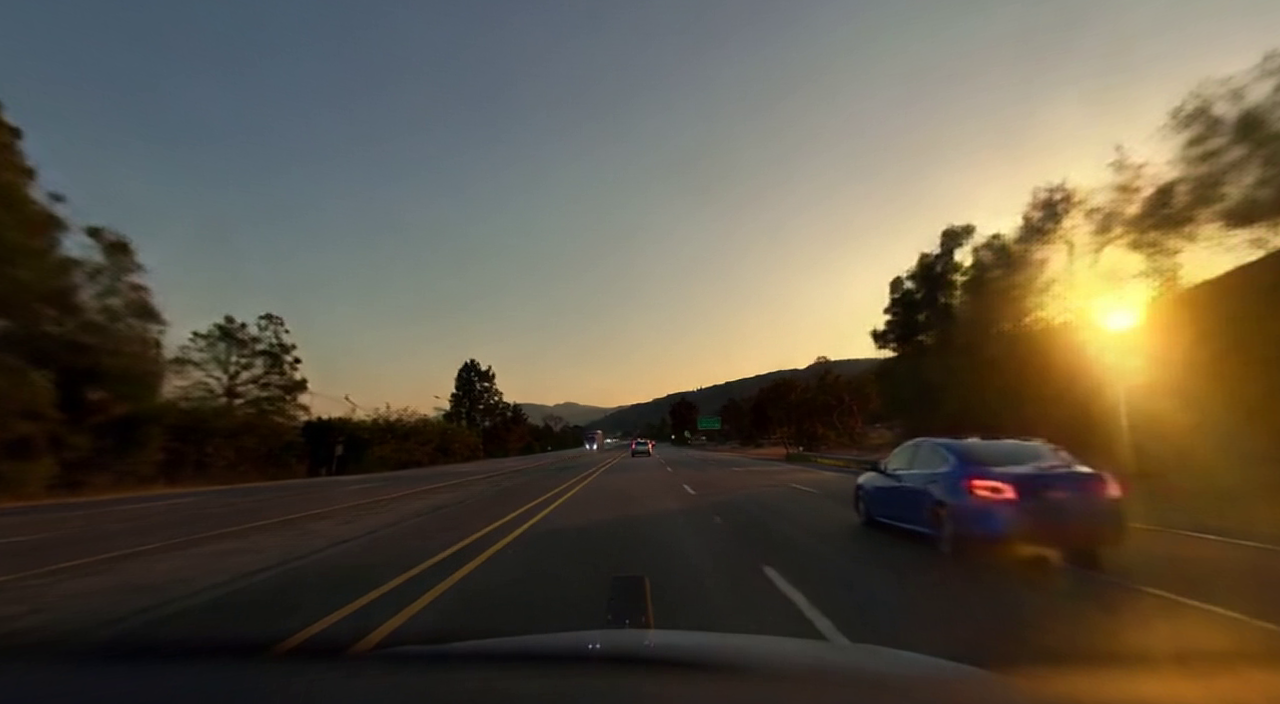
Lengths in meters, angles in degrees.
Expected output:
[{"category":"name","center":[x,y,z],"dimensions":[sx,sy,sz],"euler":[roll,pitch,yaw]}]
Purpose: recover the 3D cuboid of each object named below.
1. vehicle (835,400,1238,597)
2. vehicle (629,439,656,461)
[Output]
[{"category":"vehicle","center":[3.895,1.497,7.261],"dimensions":[2.037,1.609,4.036],"euler":[0,-8,1]},{"category":"vehicle","center":[0.196,7.404,47.789],"dimensions":[2.009,1.554,4.013],"euler":[0,-8,1]}]
